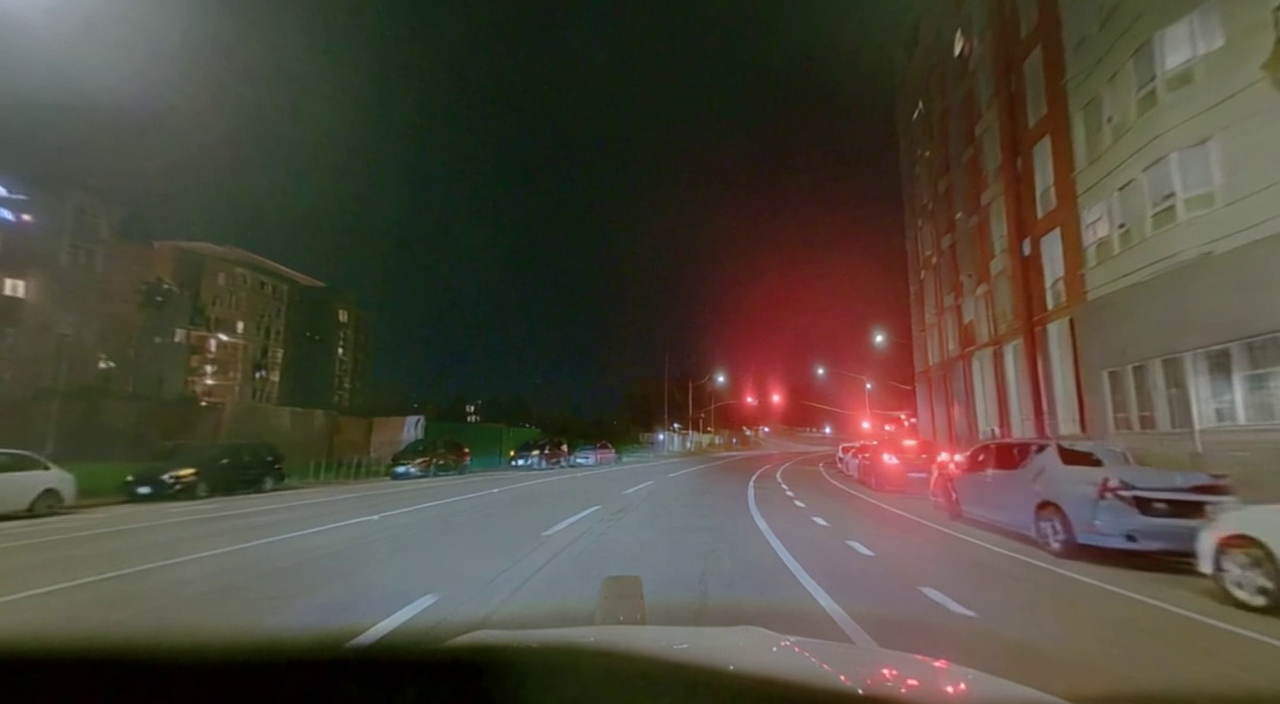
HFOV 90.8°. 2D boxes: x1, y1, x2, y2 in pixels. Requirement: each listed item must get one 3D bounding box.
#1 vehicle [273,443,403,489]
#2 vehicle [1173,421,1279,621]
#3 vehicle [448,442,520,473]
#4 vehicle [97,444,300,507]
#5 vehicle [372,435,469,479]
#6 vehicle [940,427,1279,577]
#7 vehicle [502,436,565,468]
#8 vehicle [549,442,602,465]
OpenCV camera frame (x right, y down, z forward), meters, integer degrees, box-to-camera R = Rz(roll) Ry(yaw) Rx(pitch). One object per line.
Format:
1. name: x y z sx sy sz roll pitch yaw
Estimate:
1. vehicle: -10.784 4.073 23.005 1.811 1.459 4.702 -1 -8 10
2. vehicle: 5.948 1.182 3.927 1.886 1.562 3.940 0 -8 2
3. vehicle: -8.234 5.589 33.777 1.830 1.497 4.436 -2 -9 14
4. vehicle: -11.669 3.248 17.198 1.841 1.444 4.554 -1 -8 7
5. vehicle: -9.592 4.626 28.134 1.933 1.759 5.002 -1 -8 9
6. vehicle: 6.089 1.896 8.864 1.883 1.550 4.286 -1 -8 4
7. vehicle: -6.554 6.211 39.430 2.083 1.882 4.642 -2 -9 15
8. vehicle: -4.518 7.212 45.176 1.894 1.493 4.902 -3 -9 18
